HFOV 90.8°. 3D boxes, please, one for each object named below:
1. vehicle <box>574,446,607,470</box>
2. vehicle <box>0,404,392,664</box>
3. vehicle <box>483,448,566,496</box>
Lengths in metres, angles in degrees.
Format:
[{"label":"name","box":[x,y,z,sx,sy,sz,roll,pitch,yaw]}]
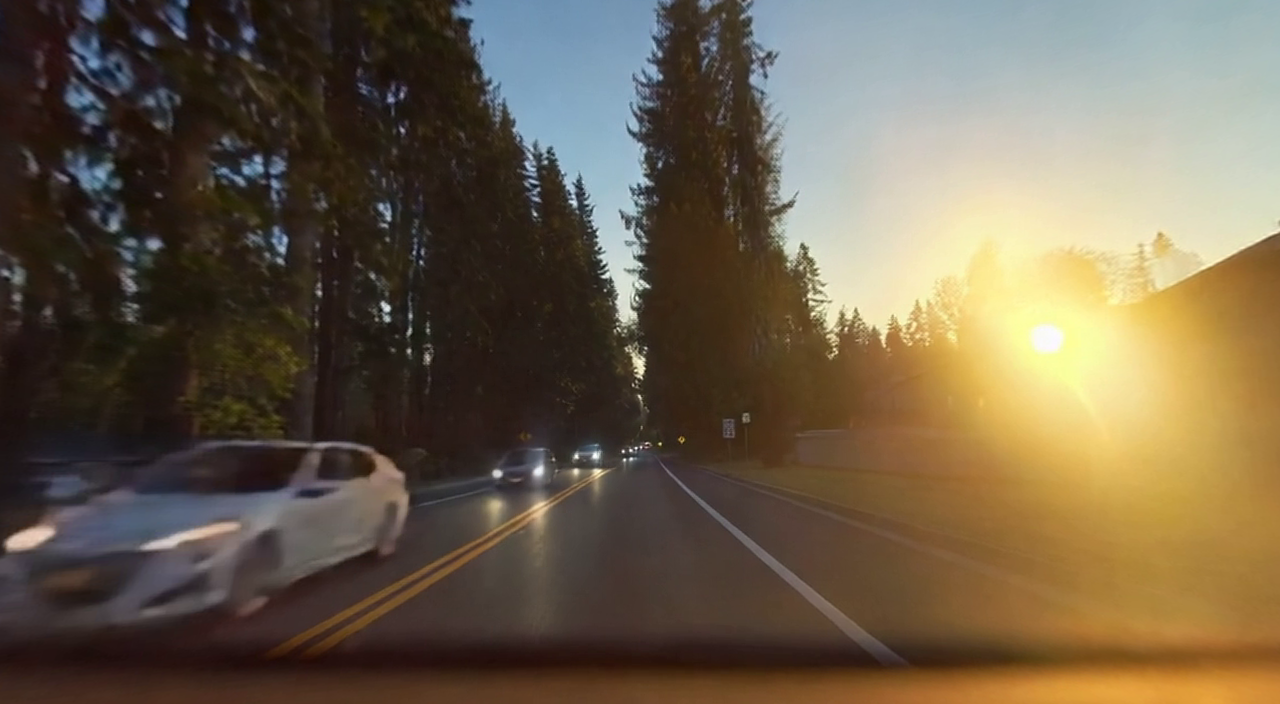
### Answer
[{"label":"vehicle","box":[-3.807,8.243,49.381,2.124,1.754,4.791,0,-9,1]},{"label":"vehicle","box":[-4.439,1.534,6.431,1.984,1.705,4.346,0,-9,1]},{"label":"vehicle","box":[-3.941,4.159,22.341,2.031,1.477,4.450,0,-9,1]}]
